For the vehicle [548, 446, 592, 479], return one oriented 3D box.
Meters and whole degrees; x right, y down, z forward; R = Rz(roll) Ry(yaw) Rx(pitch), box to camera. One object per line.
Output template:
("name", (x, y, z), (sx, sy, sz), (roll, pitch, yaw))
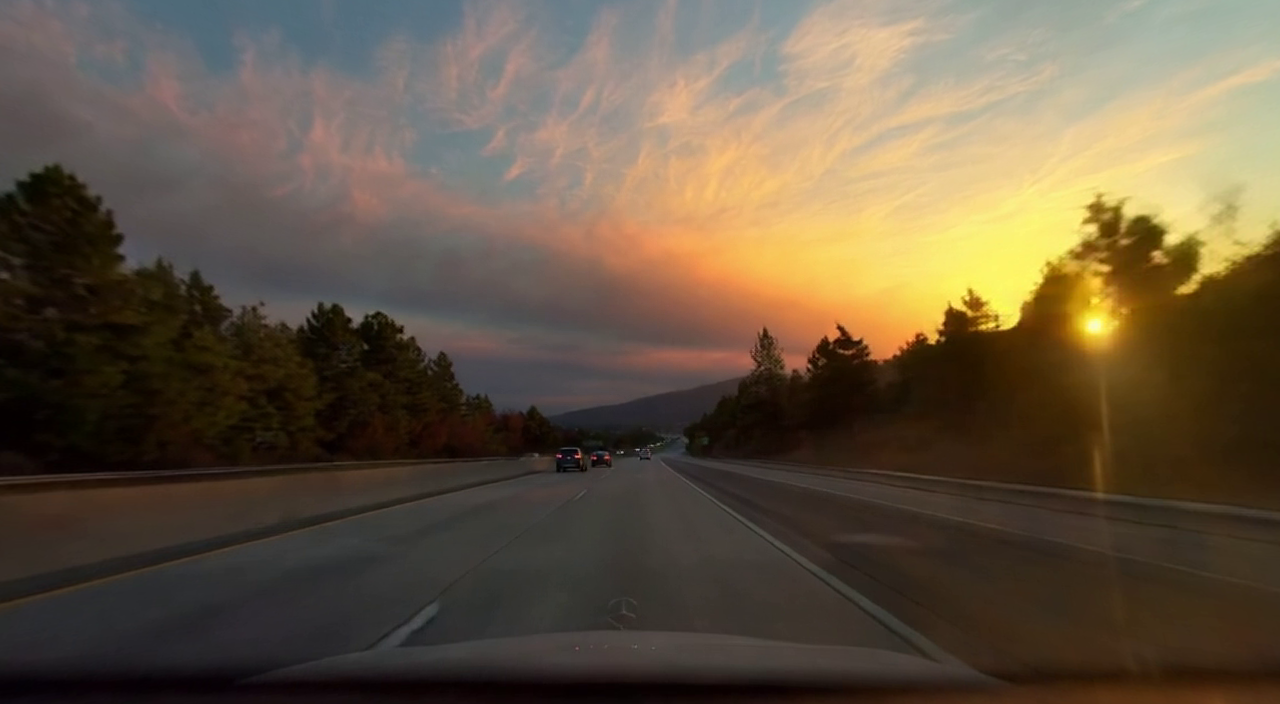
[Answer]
("vehicle", (-3.638, 5.794, 33.335), (1.846, 1.600, 4.108), (-1, -9, 0))
